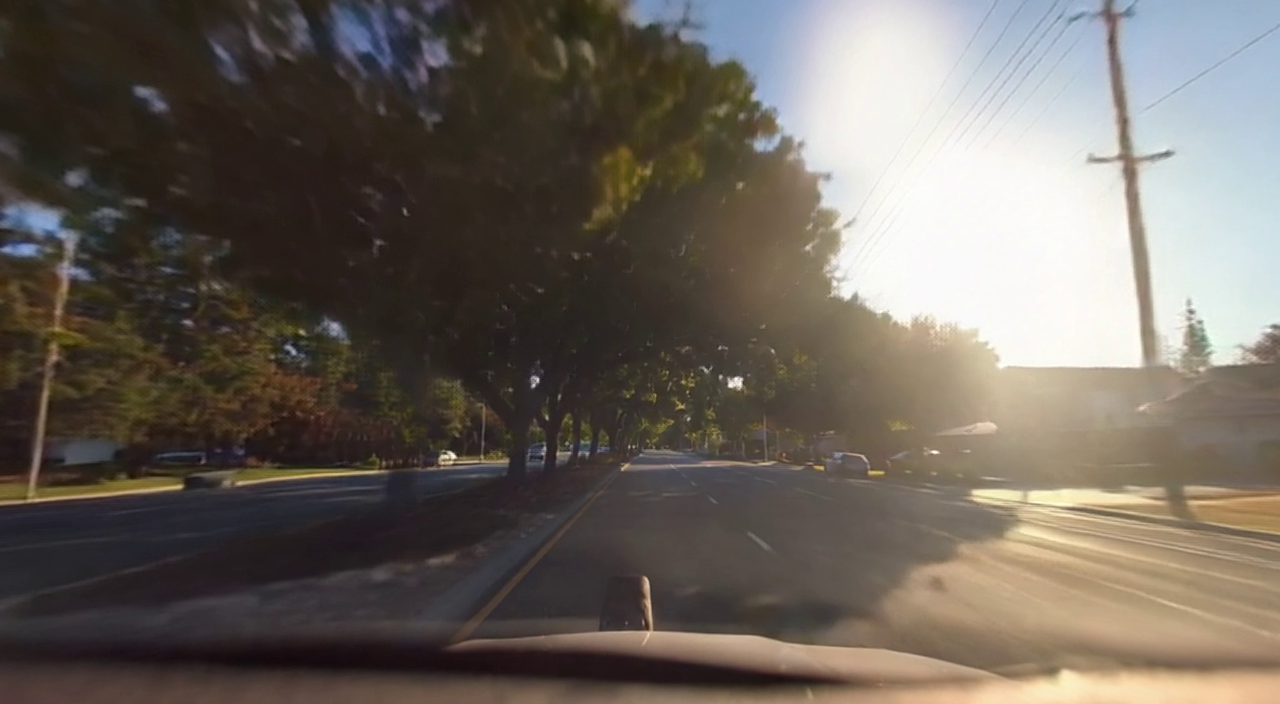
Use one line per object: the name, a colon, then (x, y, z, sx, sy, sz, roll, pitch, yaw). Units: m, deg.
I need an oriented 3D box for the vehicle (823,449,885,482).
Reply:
vehicle: (11.806, 6.273, 35.080, 2.061, 1.575, 4.098, 4, -8, 1)
